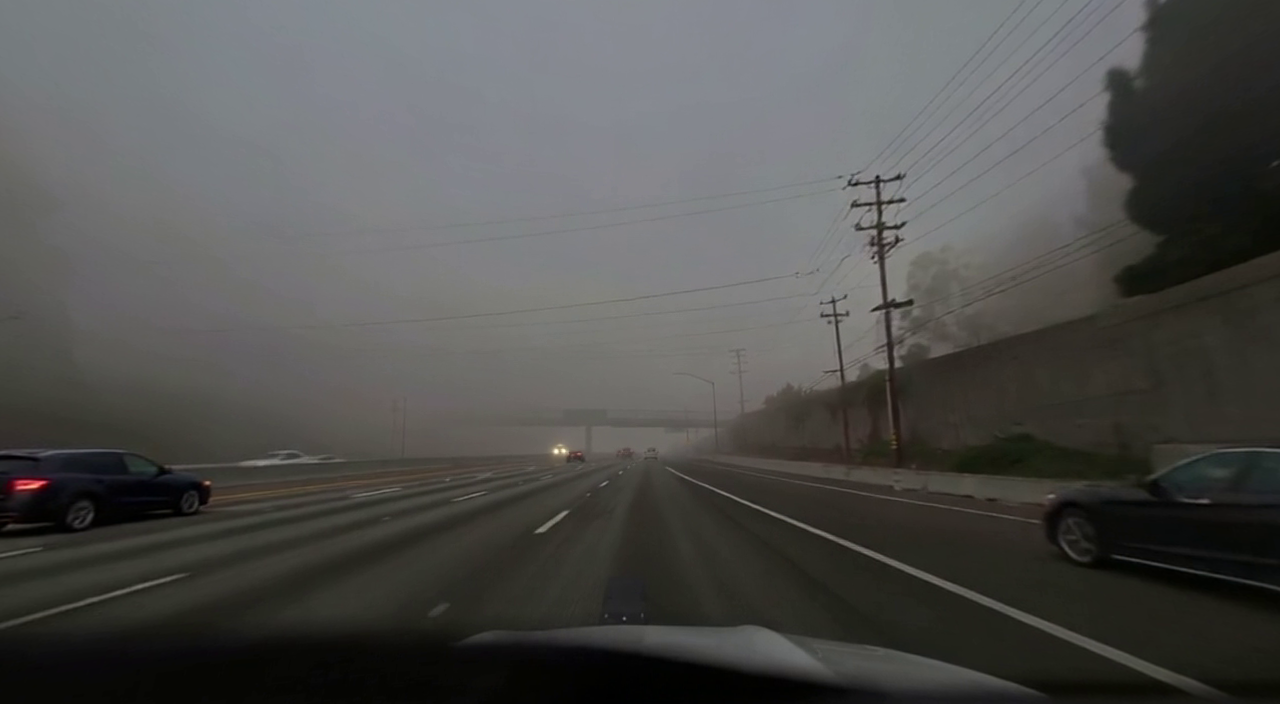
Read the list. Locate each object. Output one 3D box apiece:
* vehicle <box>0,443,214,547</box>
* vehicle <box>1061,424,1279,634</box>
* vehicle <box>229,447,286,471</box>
[{"bbox_3d":[-10.180,2.362,11.129,2.056,1.476,4.562,0,-8,1],"label":"vehicle"},{"bbox_3d":[5.661,1.254,4.390,2.009,1.508,4.874,0,-8,-1],"label":"vehicle"},{"bbox_3d":[-23.443,6.566,38.780,1.430,1.333,3.223,-1,-8,1],"label":"vehicle"}]
